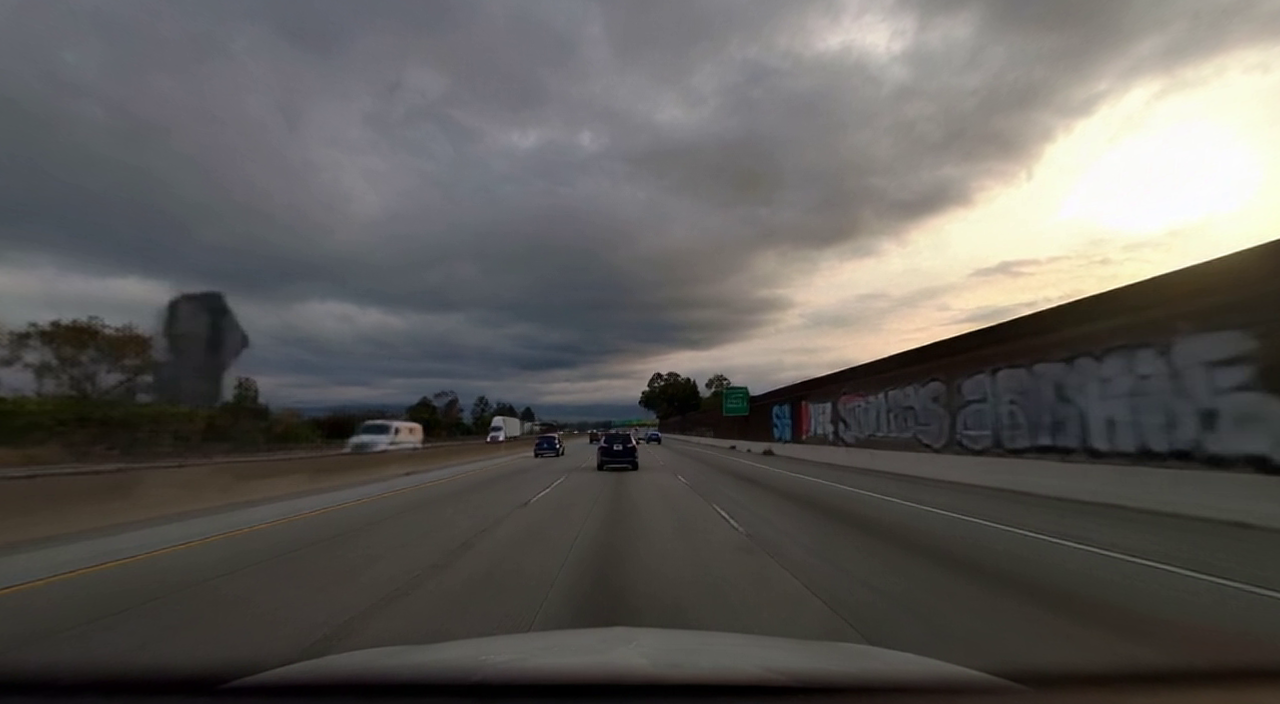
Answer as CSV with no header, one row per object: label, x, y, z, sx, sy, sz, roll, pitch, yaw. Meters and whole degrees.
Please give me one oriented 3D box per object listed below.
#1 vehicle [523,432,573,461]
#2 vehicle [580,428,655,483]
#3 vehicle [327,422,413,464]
vehicle,-4.876,5.080,33.896,2.022,1.440,4.491,0,-8,0
vehicle,-0.648,3.090,19.116,2.044,1.477,3.693,0,-8,-1
vehicle,-13.417,4.565,31.687,2.115,1.912,5.144,0,-8,-1
